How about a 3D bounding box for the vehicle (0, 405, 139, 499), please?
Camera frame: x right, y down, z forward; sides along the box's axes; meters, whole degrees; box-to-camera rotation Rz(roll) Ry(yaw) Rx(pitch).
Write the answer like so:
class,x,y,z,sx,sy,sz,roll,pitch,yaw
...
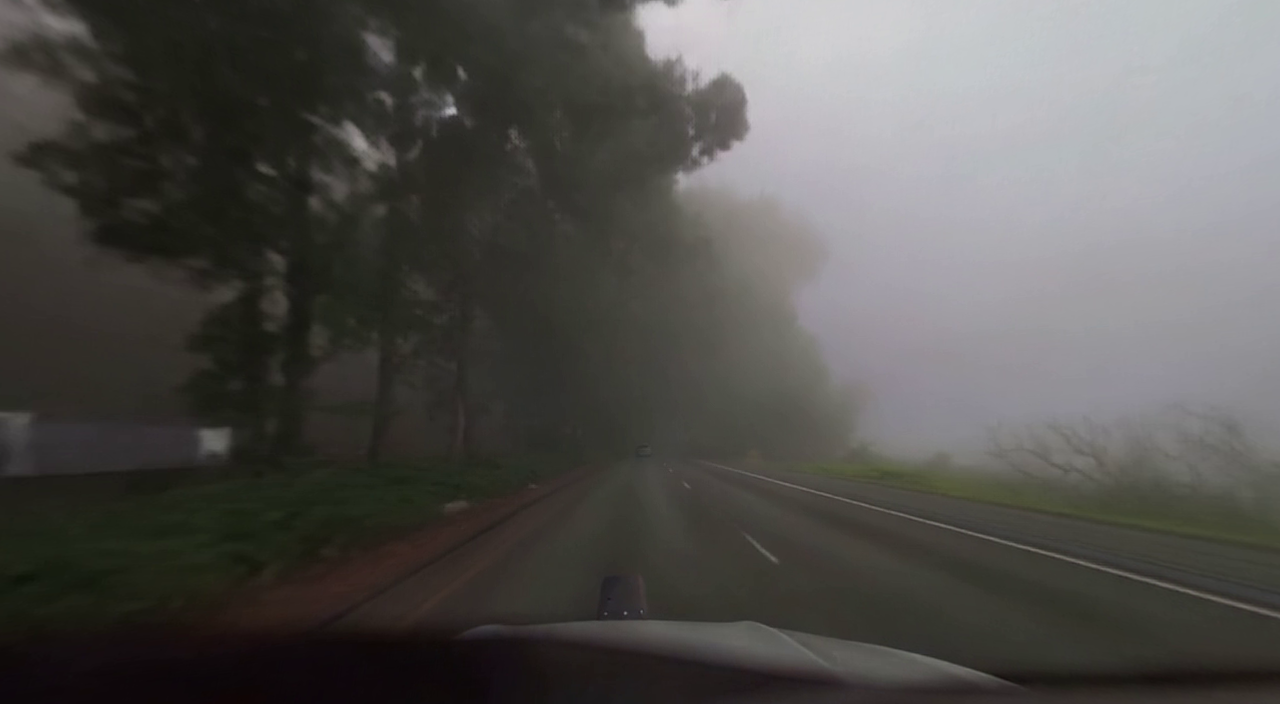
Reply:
class,x,y,z,sx,sy,sz,roll,pitch,yaw
vehicle,-19.790,3.140,19.765,2.460,2.687,6.728,0,-9,0
